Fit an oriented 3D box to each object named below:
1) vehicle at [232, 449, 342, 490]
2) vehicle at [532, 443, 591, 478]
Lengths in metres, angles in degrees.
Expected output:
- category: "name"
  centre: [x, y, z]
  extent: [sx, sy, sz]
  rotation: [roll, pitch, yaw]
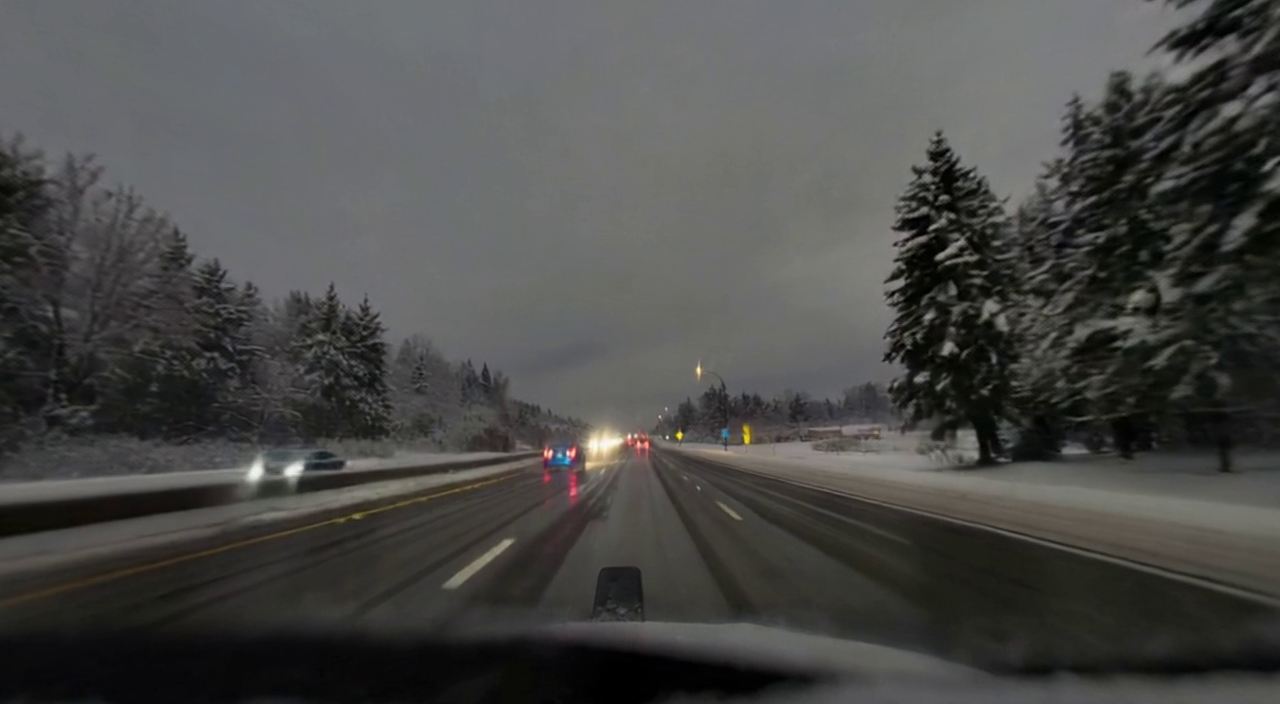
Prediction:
- category: "vehicle"
  centre: [-14.444, 4.803, 26.139]
  extent: [1.924, 1.527, 4.473]
  rotation: [0, -9, 1]
- category: "vehicle"
  centre: [-3.599, 5.081, 29.789]
  extent: [2.162, 1.493, 4.583]
  rotation: [0, -9, 1]
